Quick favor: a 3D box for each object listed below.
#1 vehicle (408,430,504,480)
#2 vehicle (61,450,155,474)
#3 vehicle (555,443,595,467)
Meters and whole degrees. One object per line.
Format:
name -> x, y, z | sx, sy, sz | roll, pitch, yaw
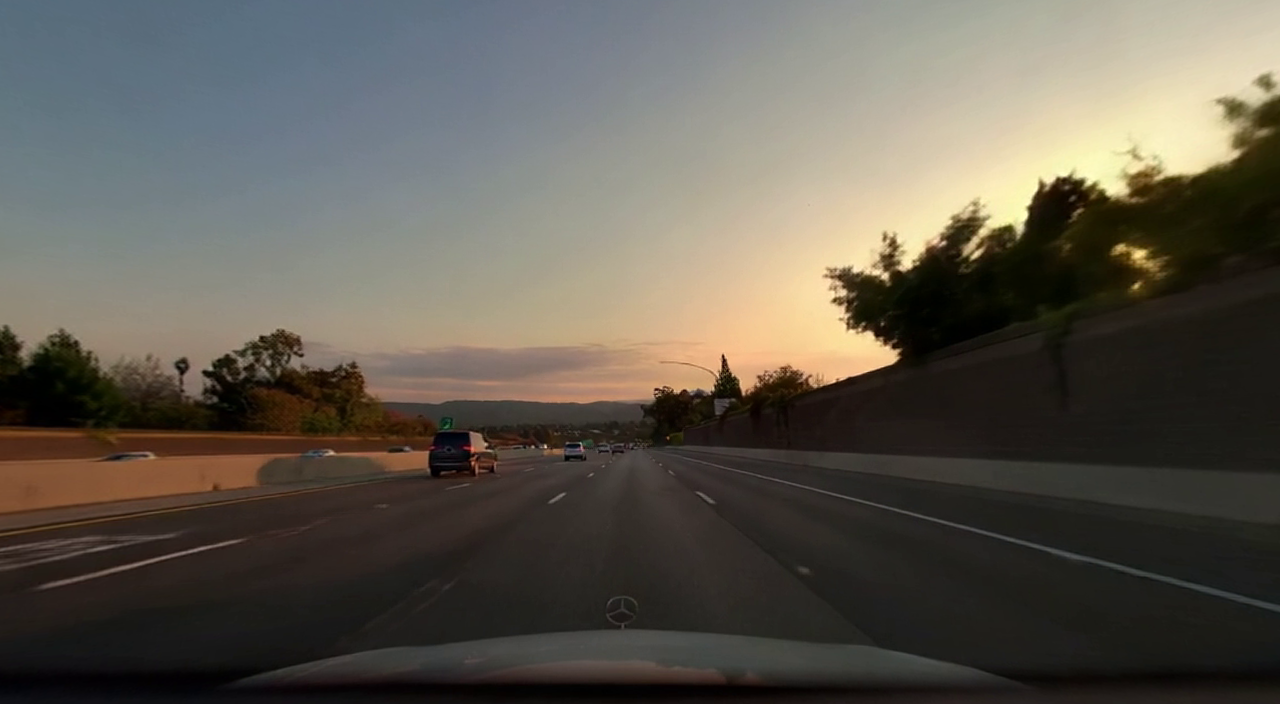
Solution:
vehicle -> -7.807, 4.465, 27.606 | 2.351, 1.922, 6.335 | 0, -8, 0
vehicle -> -36.823, 7.603, 43.820 | 1.946, 1.544, 5.230 | 0, -8, 0
vehicle -> -4.145, 6.633, 40.867 | 2.106, 1.452, 4.525 | 0, -8, 0
